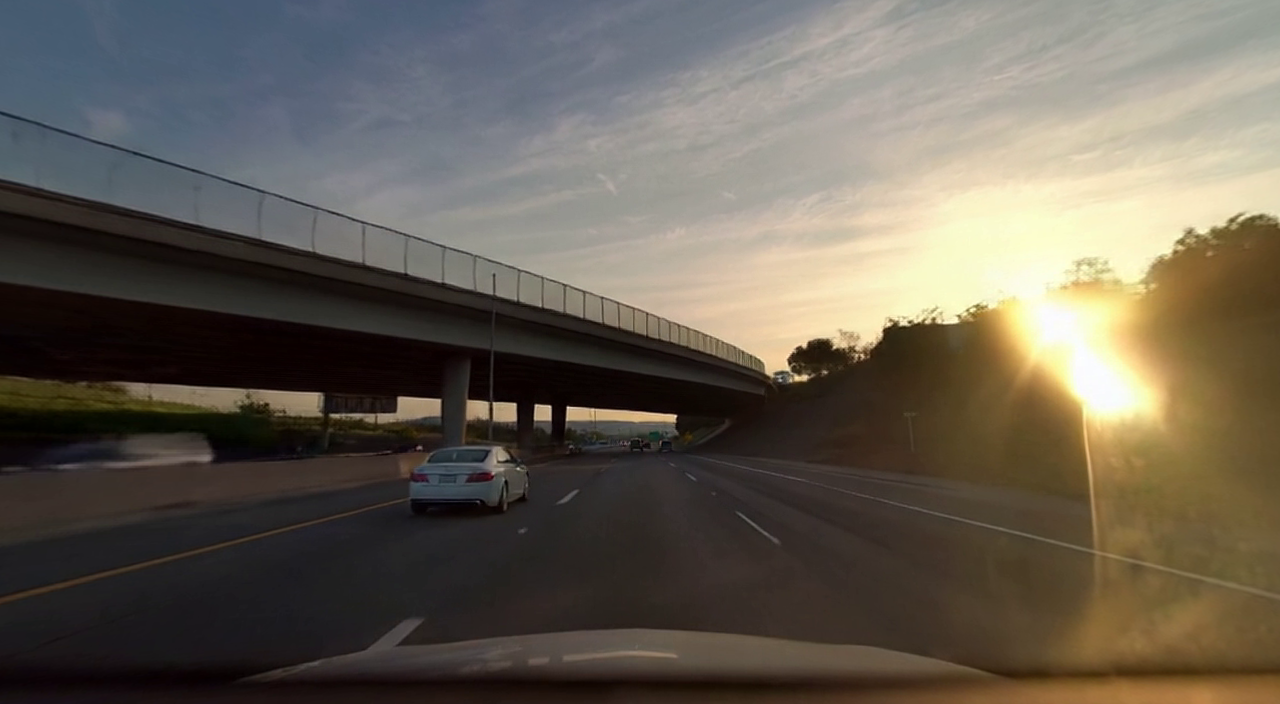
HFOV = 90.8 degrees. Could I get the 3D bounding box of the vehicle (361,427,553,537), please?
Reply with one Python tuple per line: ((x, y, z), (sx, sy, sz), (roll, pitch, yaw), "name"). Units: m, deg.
((-2.939, 2.204, 11.382), (2.029, 1.557, 4.570), (0, -8, 1), "vehicle")
